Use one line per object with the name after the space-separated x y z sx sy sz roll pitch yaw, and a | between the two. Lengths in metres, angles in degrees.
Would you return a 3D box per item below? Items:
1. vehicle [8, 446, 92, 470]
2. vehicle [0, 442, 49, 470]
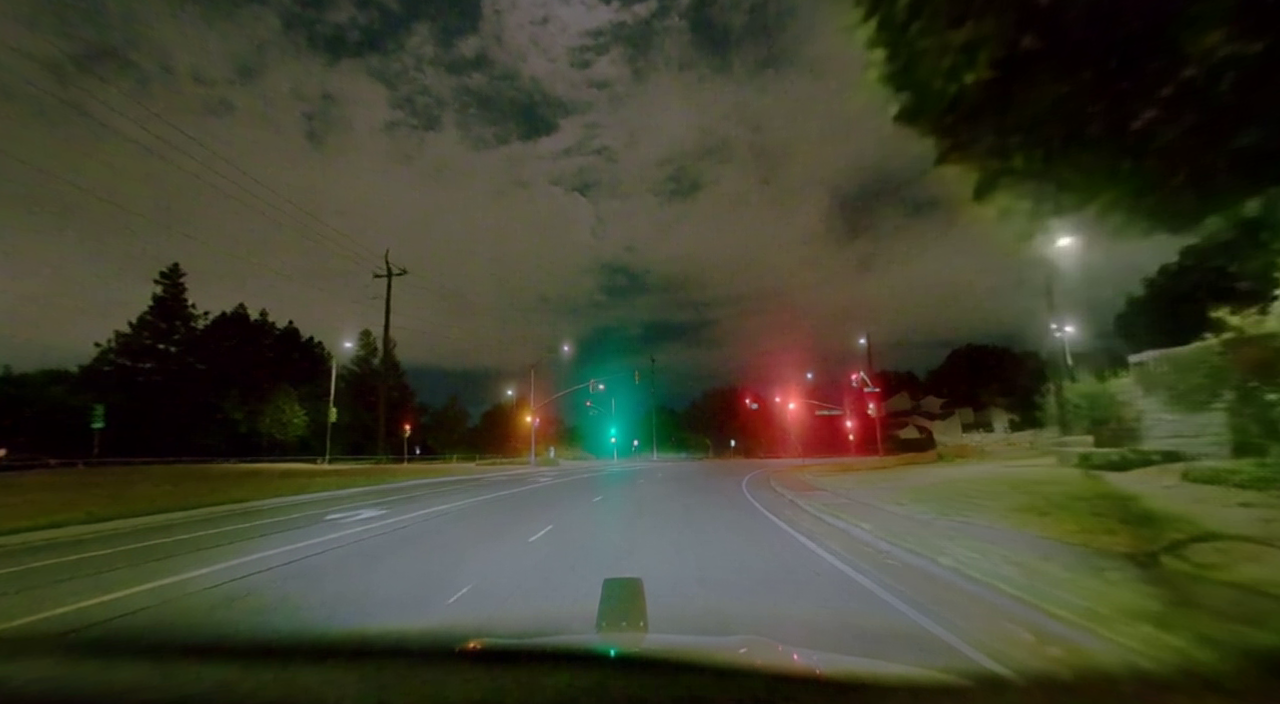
-36.933 6.609 39.514 3.737 1.444 1.680 -1 -9 6 | vehicle
-37.270 6.086 36.853 3.771 1.554 1.826 -1 -9 7 | vehicle
